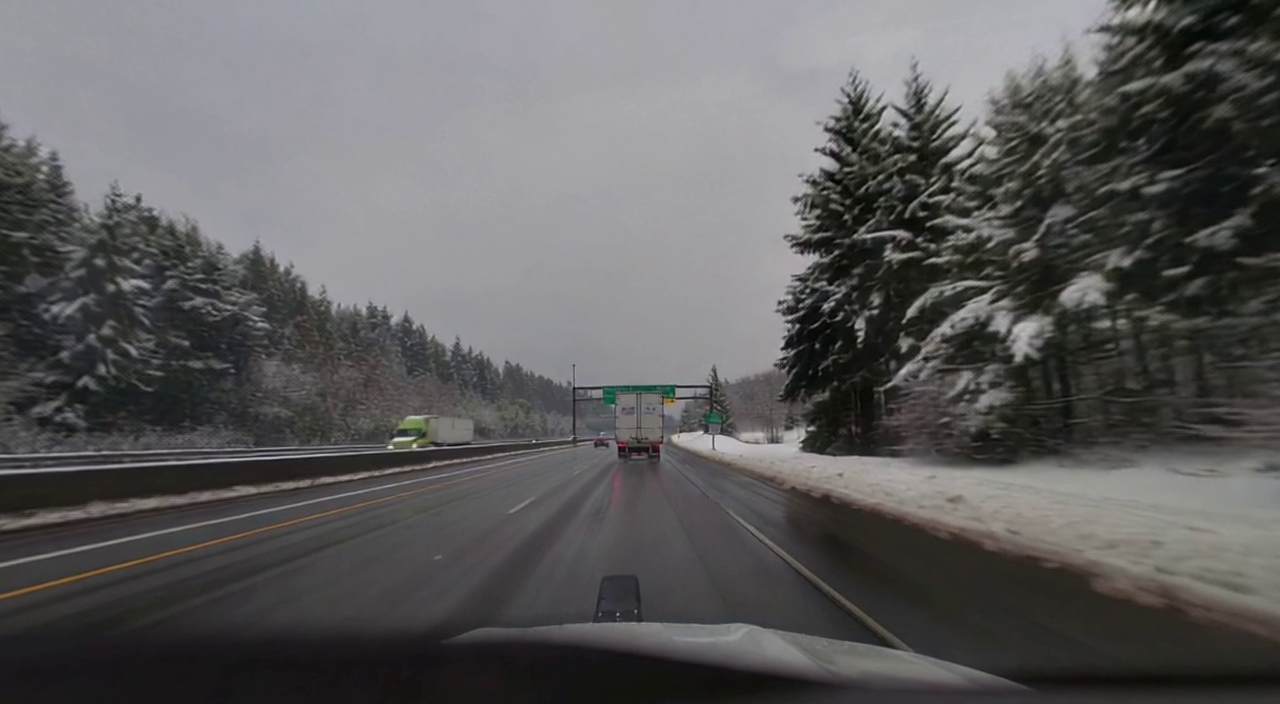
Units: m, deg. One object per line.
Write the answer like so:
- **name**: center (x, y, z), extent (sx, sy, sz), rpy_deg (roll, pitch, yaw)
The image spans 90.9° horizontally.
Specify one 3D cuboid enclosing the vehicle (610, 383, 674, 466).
- **vehicle**: center (-0.005, 3.829, 32.589), extent (2.855, 3.741, 8.587), rpy_deg (0, -8, -1)
